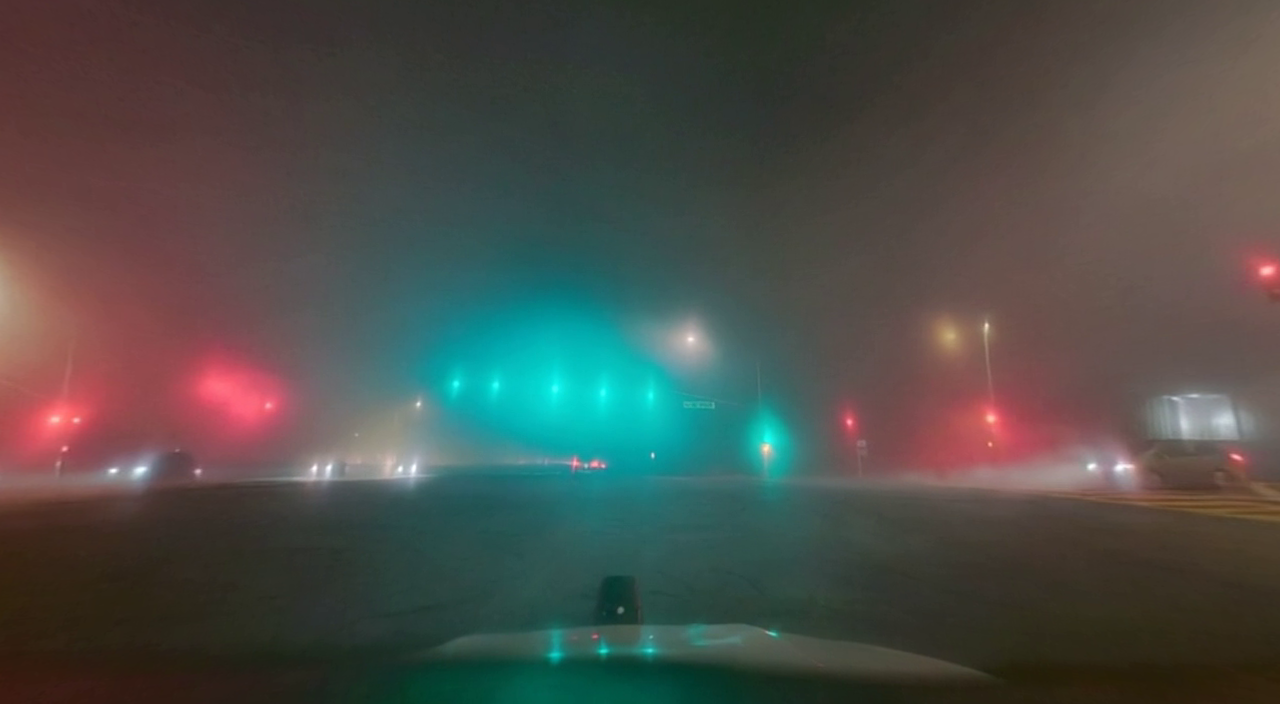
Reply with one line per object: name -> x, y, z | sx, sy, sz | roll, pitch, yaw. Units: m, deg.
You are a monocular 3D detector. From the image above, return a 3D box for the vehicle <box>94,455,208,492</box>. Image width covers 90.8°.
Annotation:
vehicle -> -21.575, 5.336, 28.071 | 1.945, 1.466, 3.809 | 0, -9, 1

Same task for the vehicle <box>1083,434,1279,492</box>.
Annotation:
vehicle -> 18.097, 3.653, 20.971 | 5.003, 1.786, 2.369 | 0, -8, -2

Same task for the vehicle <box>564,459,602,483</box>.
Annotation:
vehicle -> -3.738, 7.864, 42.021 | 2.073, 1.445, 4.151 | 0, -8, 1

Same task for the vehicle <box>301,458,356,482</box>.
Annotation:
vehicle -> -21.533, 8.173, 43.858 | 1.774, 1.518, 3.953 | 0, -9, 1
